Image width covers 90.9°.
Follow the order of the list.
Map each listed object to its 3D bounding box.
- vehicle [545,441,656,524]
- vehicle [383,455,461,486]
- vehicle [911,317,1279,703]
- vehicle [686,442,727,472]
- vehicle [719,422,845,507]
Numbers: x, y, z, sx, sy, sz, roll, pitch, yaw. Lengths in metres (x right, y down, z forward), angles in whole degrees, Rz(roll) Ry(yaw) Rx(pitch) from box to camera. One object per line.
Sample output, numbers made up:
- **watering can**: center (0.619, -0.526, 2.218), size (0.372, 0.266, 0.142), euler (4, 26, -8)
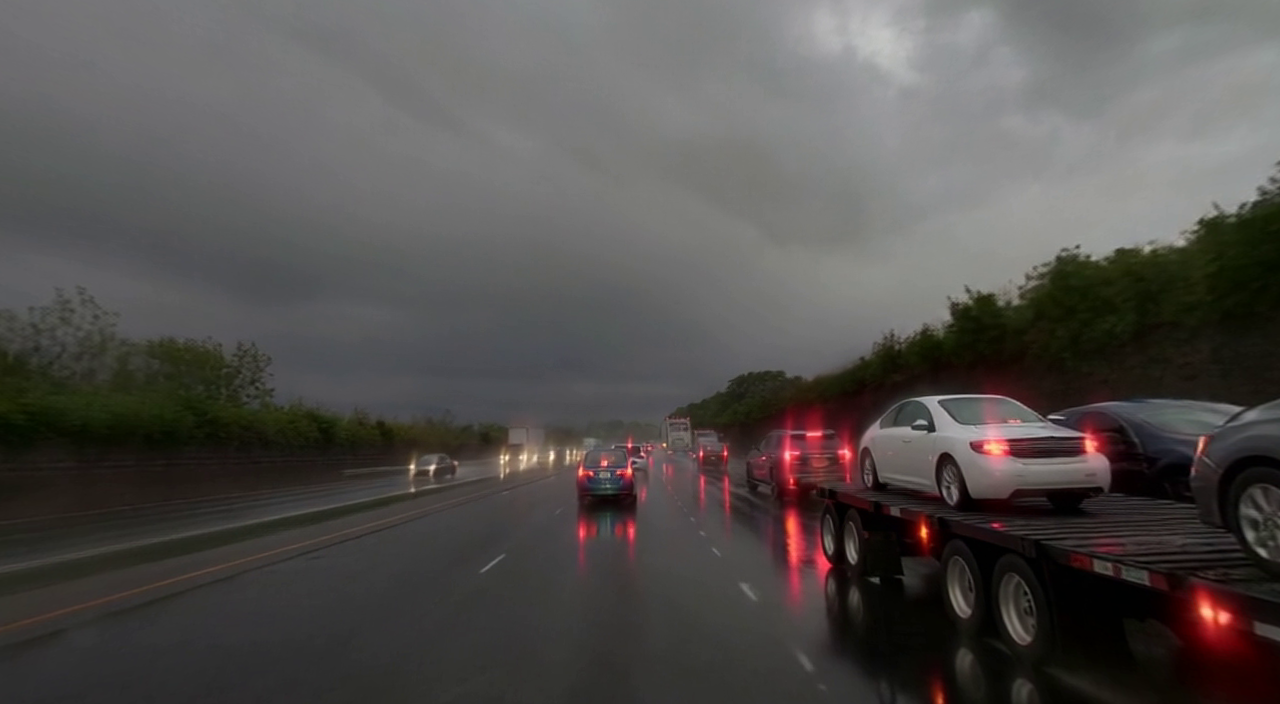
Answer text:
- **vehicle**: center (-0.700, 2.634, 13.214), size (1.991, 1.466, 3.675), euler (0, -9, 0)
- **vehicle**: center (-11.706, 6.376, 34.285), size (2.431, 1.508, 4.935), euler (0, -9, 1)
- **vehicle**: center (3.493, 0.923, 3.507), size (1.959, 1.783, 4.407), euler (0, -9, 0)
- **vehicle**: center (3.872, 6.197, 37.340), size (1.938, 1.660, 4.223), euler (0, -9, -1)
- **vehicle**: center (3.452, 2.844, 16.200), size (2.303, 1.889, 3.920), euler (0, -9, 0)
